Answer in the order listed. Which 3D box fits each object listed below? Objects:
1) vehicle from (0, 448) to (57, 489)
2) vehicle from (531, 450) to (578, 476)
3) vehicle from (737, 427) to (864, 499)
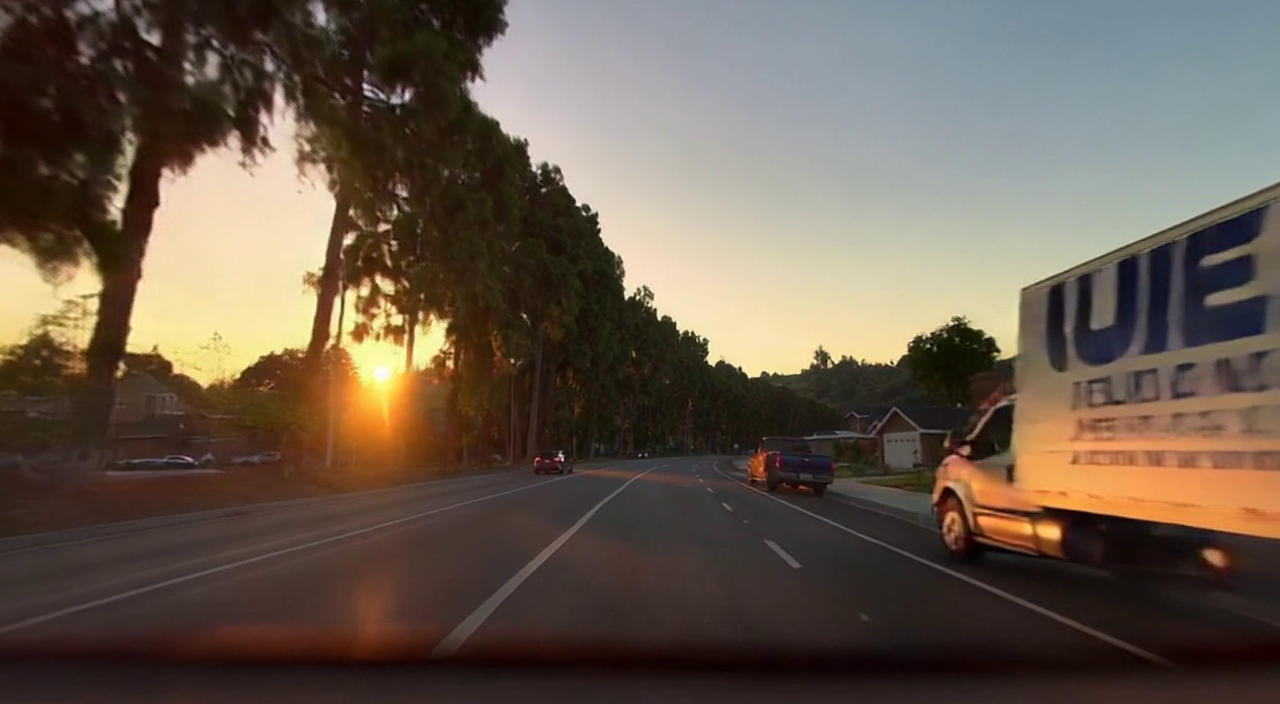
[{"bbox_3d":[-27.784,5.158,28.128,2.118,1.670,4.487,7,-12,-38],"label":"vehicle"},{"bbox_3d":[-5.188,6.776,38.725,2.060,1.473,4.645,0,-9,2],"label":"vehicle"},{"bbox_3d":[5.055,3.673,21.228,2.695,2.013,6.661,0,-9,2],"label":"vehicle"}]
